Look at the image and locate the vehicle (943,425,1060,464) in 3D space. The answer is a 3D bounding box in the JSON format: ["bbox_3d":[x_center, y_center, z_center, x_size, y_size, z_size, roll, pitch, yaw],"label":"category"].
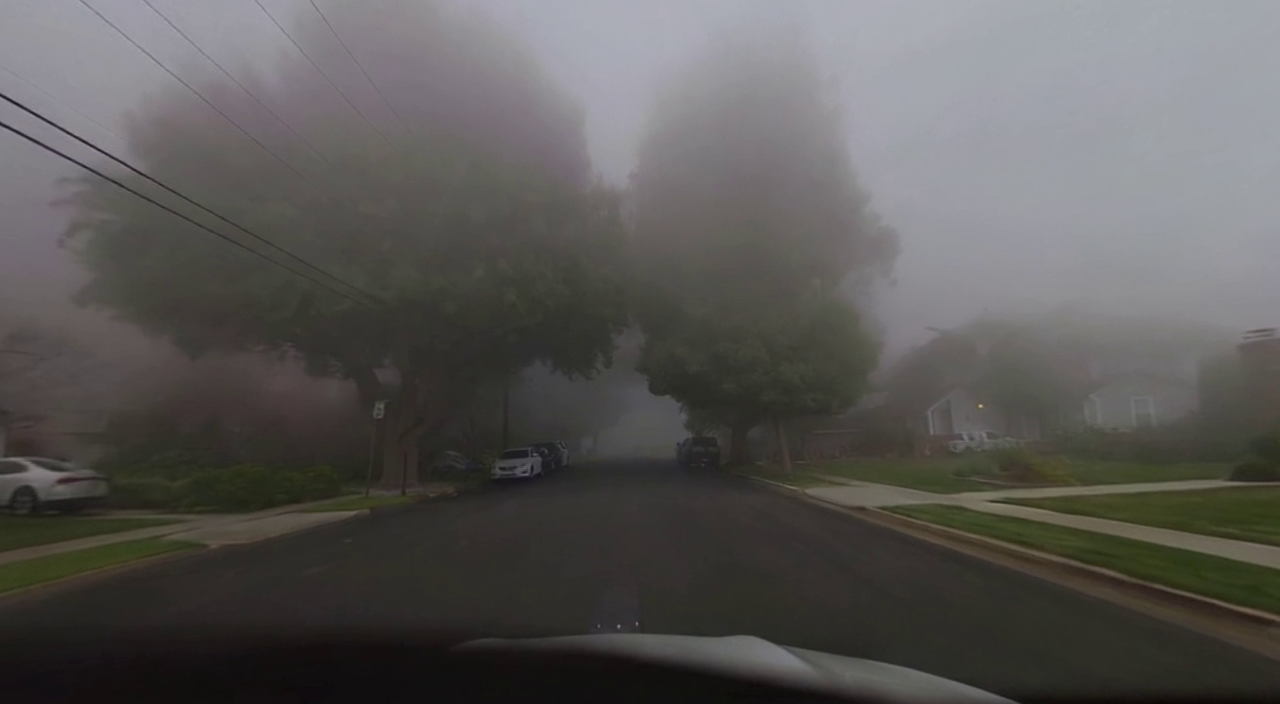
[{"bbox_3d":[17.268,4.441,30.373,4.268,1.788,2.156,0,-9,1],"label":"vehicle"}]

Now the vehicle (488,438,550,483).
[{"bbox_3d":[-5.932,5.323,31.556,2.050,1.911,4.852,-3,-7,0],"label":"vehicle"}]

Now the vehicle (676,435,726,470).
[{"bbox_3d":[3.670,6.209,39.270,2.407,1.948,6.408,0,-8,0],"label":"vehicle"}]

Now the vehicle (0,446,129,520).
[{"bbox_3d":[-16.097,3.282,16.053,4.402,1.741,1.951,0,-9,-1],"label":"vehicle"}]

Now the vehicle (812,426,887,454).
[{"bbox_3d":[15.203,6.428,45.969,4.612,1.916,2.159,0,-9,-2],"label":"vehicle"}]

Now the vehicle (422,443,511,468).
[{"bbox_3d":[-13.308,7.978,48.804,6.224,1.862,2.312,0,-8,0],"label":"vehicle"}]
